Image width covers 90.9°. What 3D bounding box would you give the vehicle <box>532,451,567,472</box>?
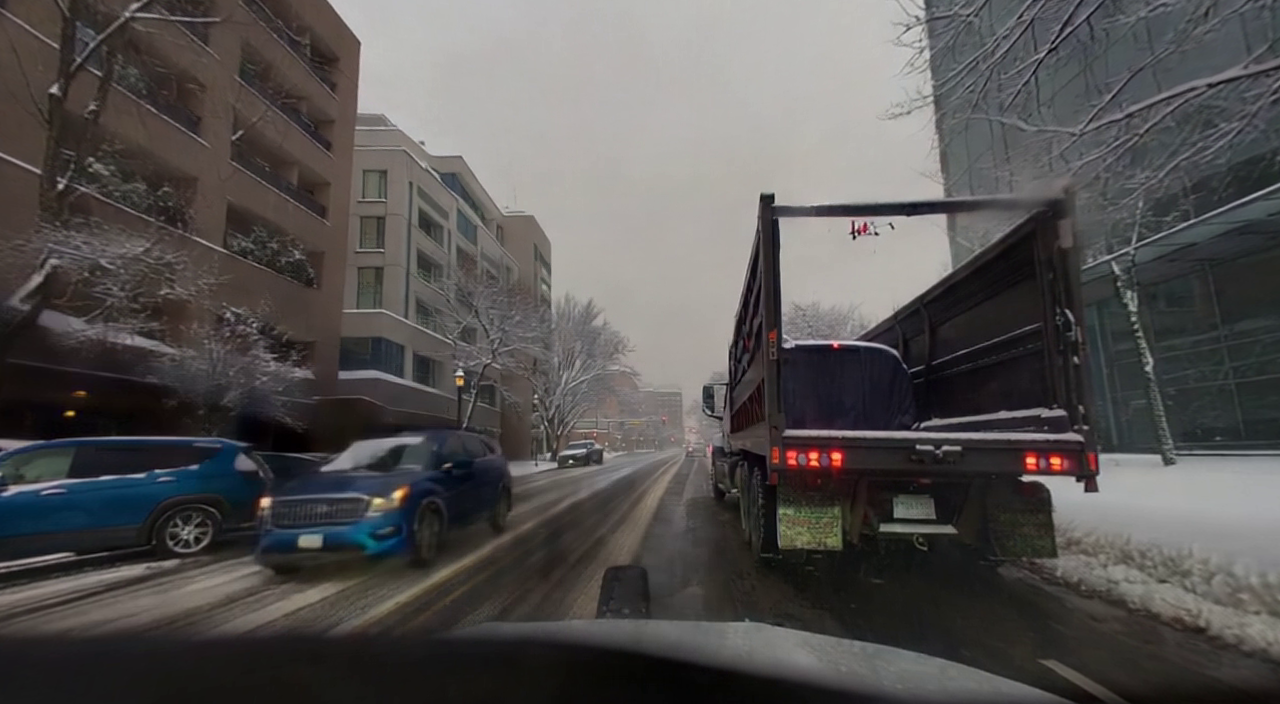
[{"bbox_3d":[-7.053,8.523,49.333,1.798,1.459,4.306,-1,-8,4],"label":"vehicle"}]

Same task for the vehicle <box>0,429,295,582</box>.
[{"bbox_3d":[-8.158,2.099,9.166,5.022,1.872,2.137,7,-11,-41],"label":"vehicle"}]

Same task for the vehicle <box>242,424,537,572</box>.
[{"bbox_3d":[-3.190,1.958,9.360,2.311,1.631,4.510,0,-8,3],"label":"vehicle"}]

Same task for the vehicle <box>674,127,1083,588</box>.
[{"bbox_3d":[2.527,0.792,11.303,3.320,4.034,11.553,-1,-8,5],"label":"vehicle"}]
